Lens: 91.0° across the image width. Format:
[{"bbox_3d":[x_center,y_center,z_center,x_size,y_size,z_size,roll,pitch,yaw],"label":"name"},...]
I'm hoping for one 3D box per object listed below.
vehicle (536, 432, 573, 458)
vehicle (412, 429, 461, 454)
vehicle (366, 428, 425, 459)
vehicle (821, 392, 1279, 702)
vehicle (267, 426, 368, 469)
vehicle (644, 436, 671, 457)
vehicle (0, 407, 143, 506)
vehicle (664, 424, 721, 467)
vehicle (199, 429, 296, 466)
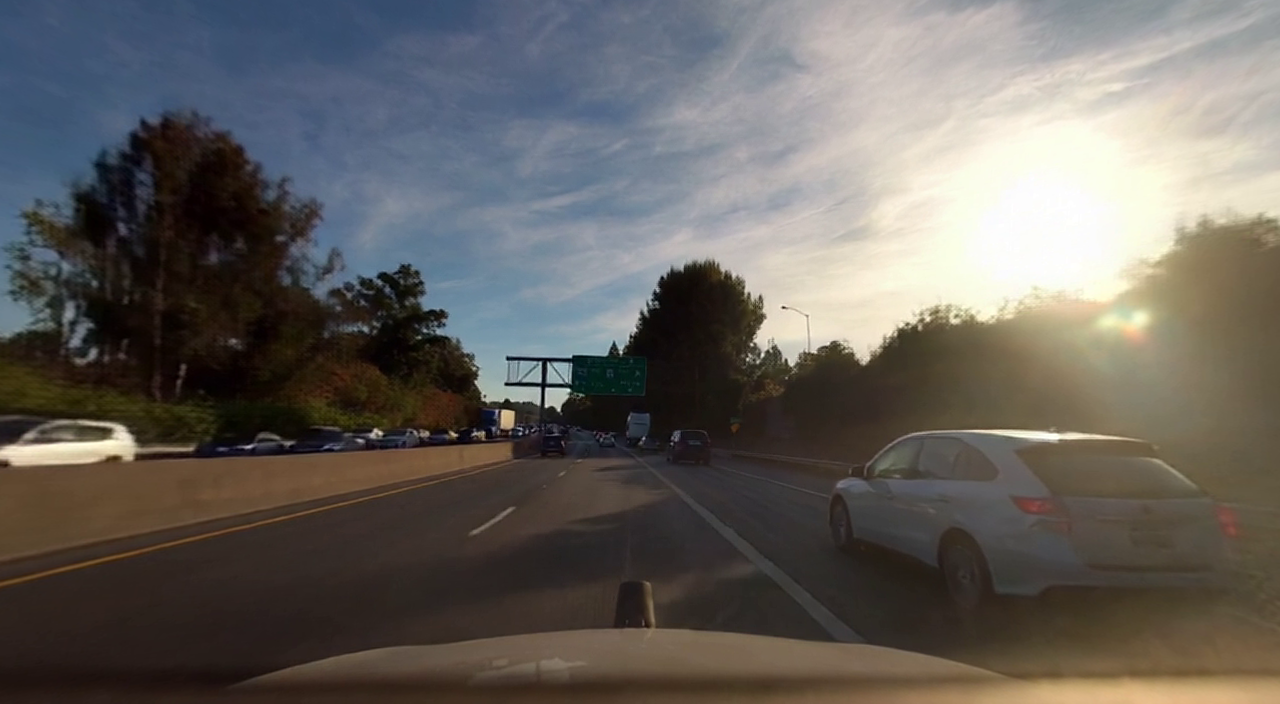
[{"bbox_3d":[-5.768,6.318,42.925,2.058,1.689,4.315,0,-8,-2],"label":"vehicle"},{"bbox_3d":[-12.011,5.323,37.343,1.853,1.406,3.495,1,-8,-2],"label":"vehicle"},{"bbox_3d":[-12.058,4.550,31.242,1.610,1.420,3.445,0,-8,-2],"label":"vehicle"},{"bbox_3d":[3.316,1.263,5.366,2.127,1.497,4.445,0,-8,-1],"label":"vehicle"},{"bbox_3d":[-11.736,3.516,23.204,1.727,1.433,3.940,0,-8,-2],"label":"vehicle"},{"bbox_3d":[1.244,6.924,46.323,1.844,1.462,3.736,0,-8,-1],"label":"vehicle"},{"bbox_3d":[-10.970,1.721,10.445,1.948,1.538,4.322,0,-8,-1],"label":"vehicle"},{"bbox_3d":[2.498,4.647,31.511,2.207,1.937,5.610,0,-8,-2],"label":"vehicle"},{"bbox_3d":[-16.487,4.039,26.677,1.754,1.448,3.799,0,-8,-2],"label":"vehicle"}]
